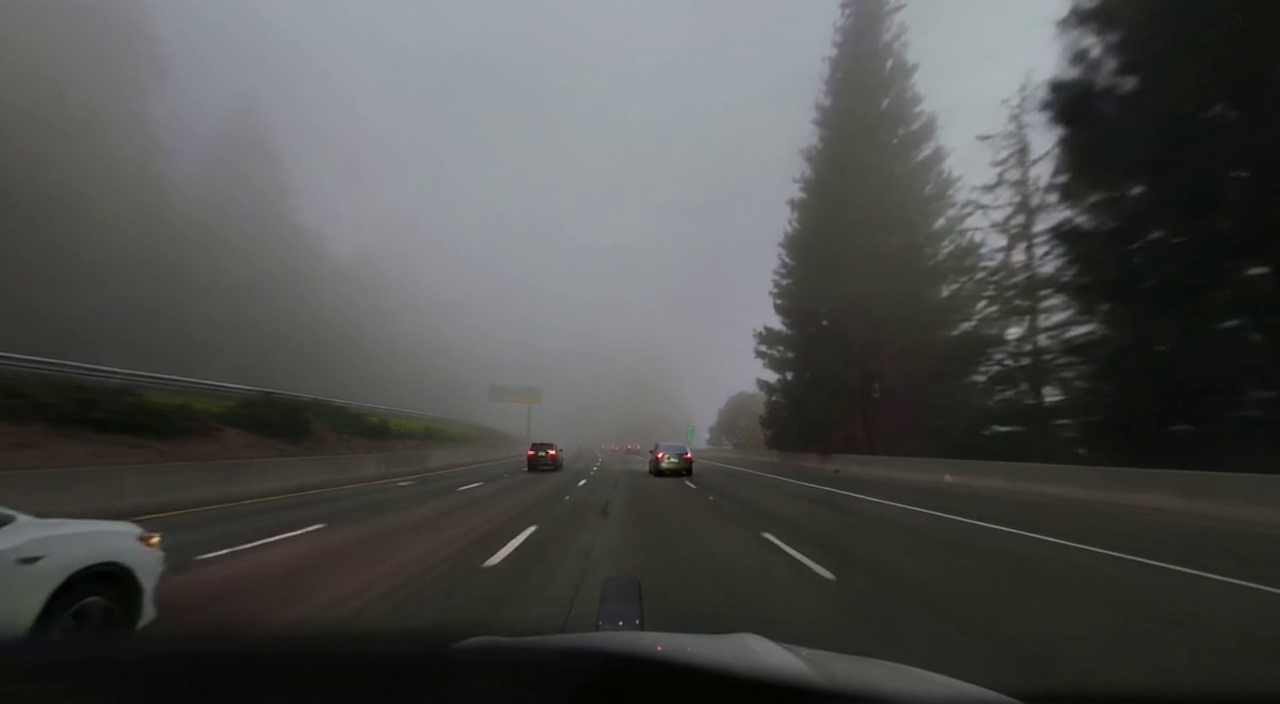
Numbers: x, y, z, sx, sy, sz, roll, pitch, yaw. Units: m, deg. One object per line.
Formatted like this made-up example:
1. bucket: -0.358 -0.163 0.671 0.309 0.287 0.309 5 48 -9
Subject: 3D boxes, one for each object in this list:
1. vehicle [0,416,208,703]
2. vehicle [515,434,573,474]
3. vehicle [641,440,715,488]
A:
1. vehicle: -3.903 0.862 1.643 2.049 1.482 4.981 0 -8 0
2. vehicle: -4.560 4.928 30.770 2.244 1.755 4.417 0 -8 -2
3. vehicle: 1.177 3.744 21.499 1.947 1.437 4.345 0 -8 -4
